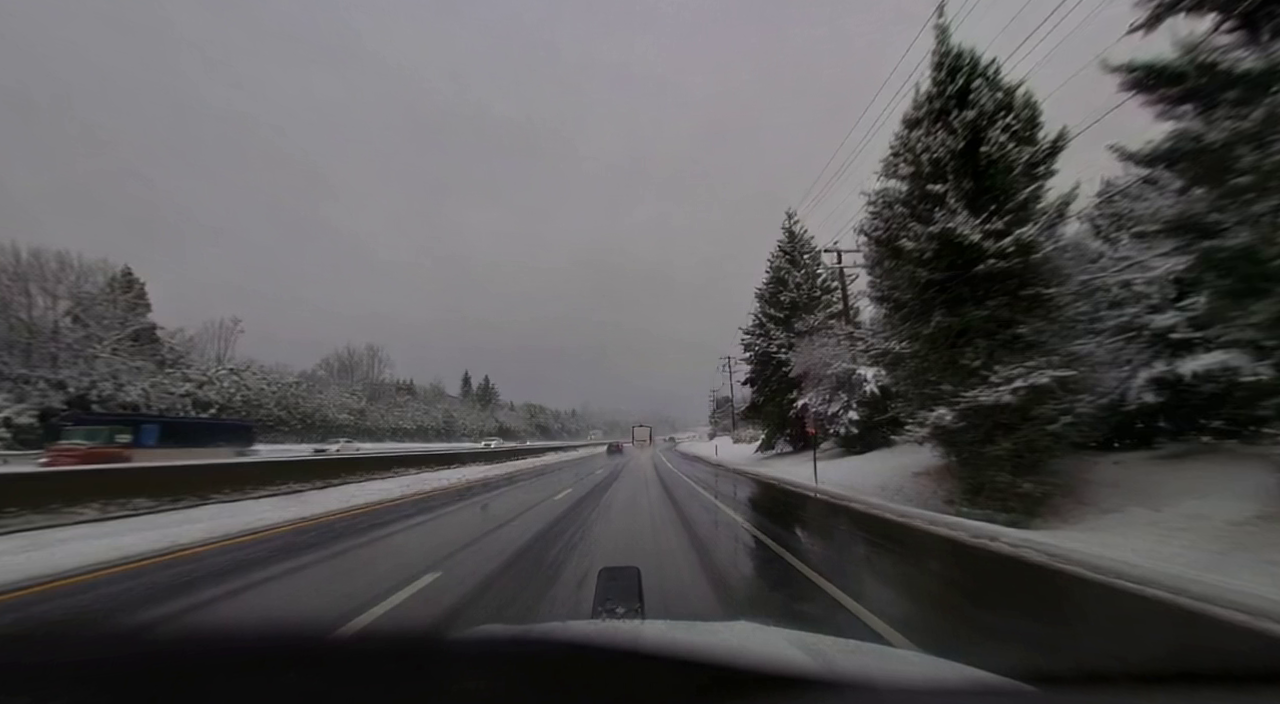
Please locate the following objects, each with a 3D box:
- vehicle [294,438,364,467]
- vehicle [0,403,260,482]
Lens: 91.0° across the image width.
[{"bbox_3d":[-20.448,6.658,41.701,2.122,1.764,4.712,0,-9,1],"label":"vehicle"},{"bbox_3d":[-25.291,4.752,32.748,3.059,3.310,12.676,0,-9,0],"label":"vehicle"}]
